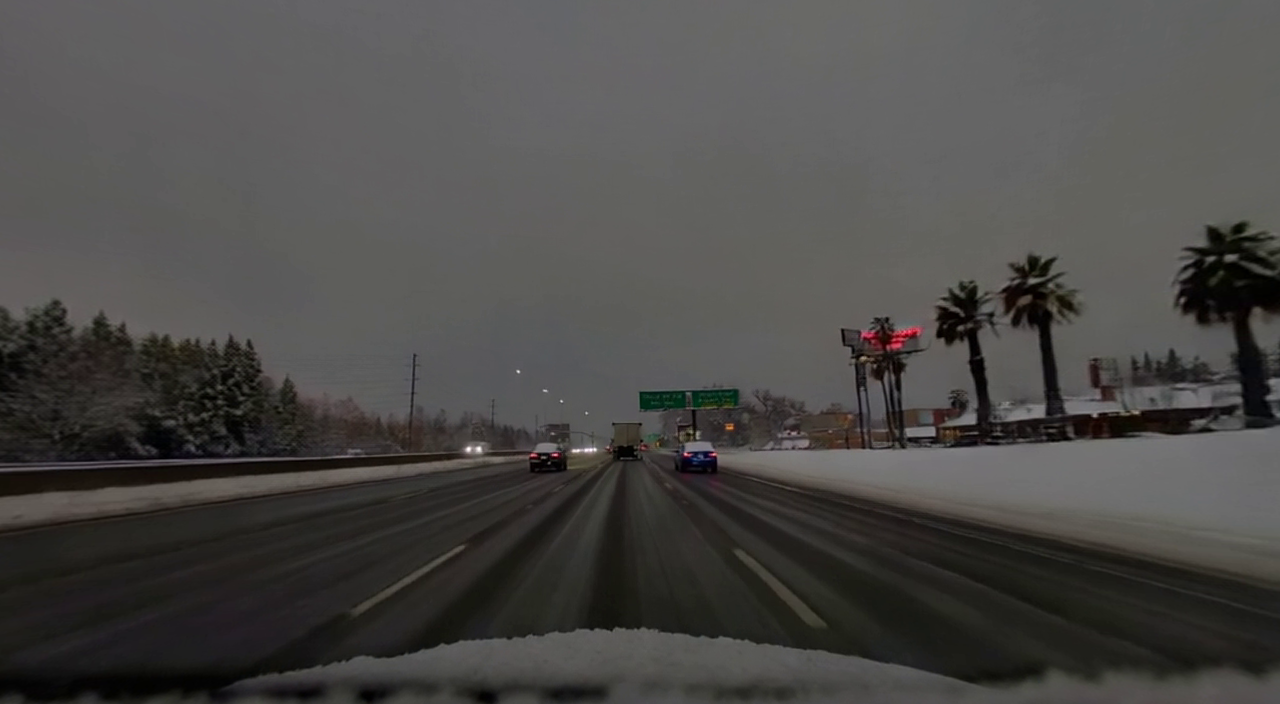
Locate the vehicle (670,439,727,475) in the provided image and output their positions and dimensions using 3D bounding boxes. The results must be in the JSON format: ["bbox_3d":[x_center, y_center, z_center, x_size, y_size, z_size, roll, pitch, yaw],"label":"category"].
[{"bbox_3d":[2.792,5.154,31.311,2.175,1.598,4.584,0,-8,-3],"label":"vehicle"}]

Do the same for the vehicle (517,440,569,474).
[{"bbox_3d":[-4.980,5.463,33.098,2.021,1.598,4.887,0,-8,-1],"label":"vehicle"}]

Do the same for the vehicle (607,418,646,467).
[{"bbox_3d":[-0.888,5.983,41.639,2.364,2.953,6.495,0,-8,-2],"label":"vehicle"}]
